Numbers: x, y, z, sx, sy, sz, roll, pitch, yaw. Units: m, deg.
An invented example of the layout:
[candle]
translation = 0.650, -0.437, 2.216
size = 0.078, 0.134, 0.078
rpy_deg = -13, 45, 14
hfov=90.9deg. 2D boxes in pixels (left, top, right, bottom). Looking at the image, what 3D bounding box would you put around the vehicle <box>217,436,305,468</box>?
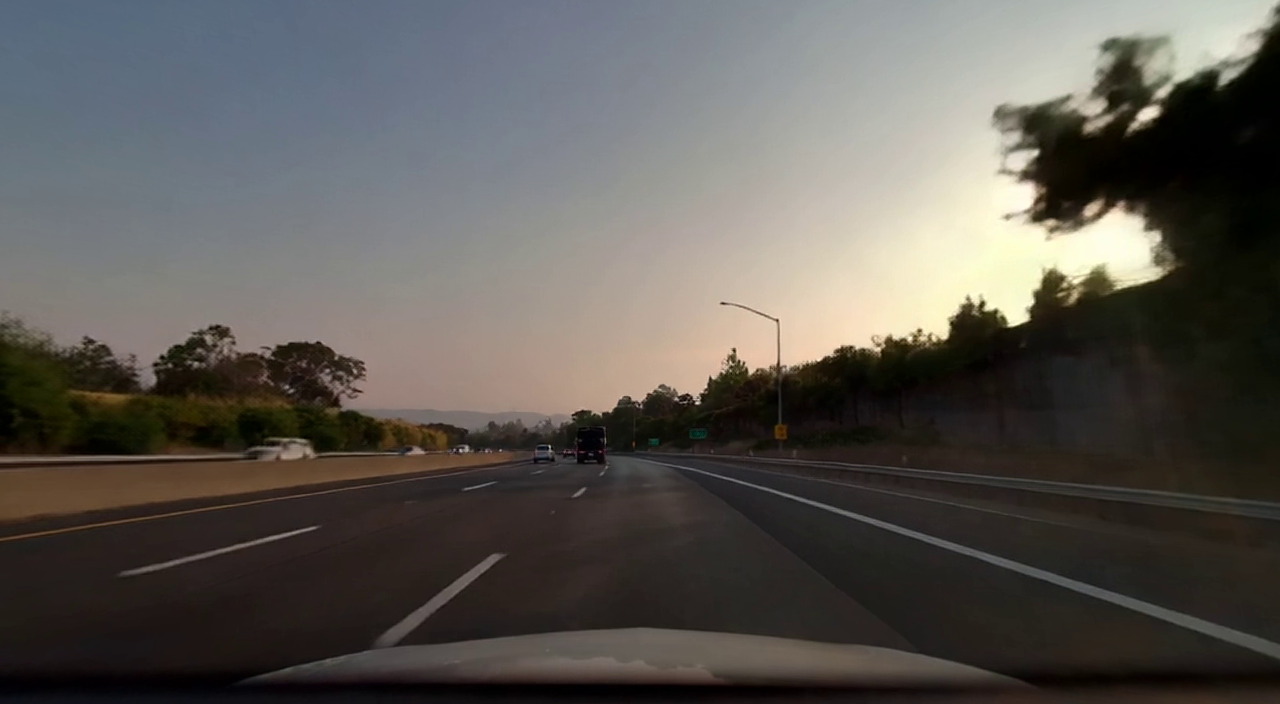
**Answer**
[vehicle]
translation = -21.387, 5.663, 35.860
size = 2.018, 1.689, 4.895
rpy_deg = 0, -8, -2
